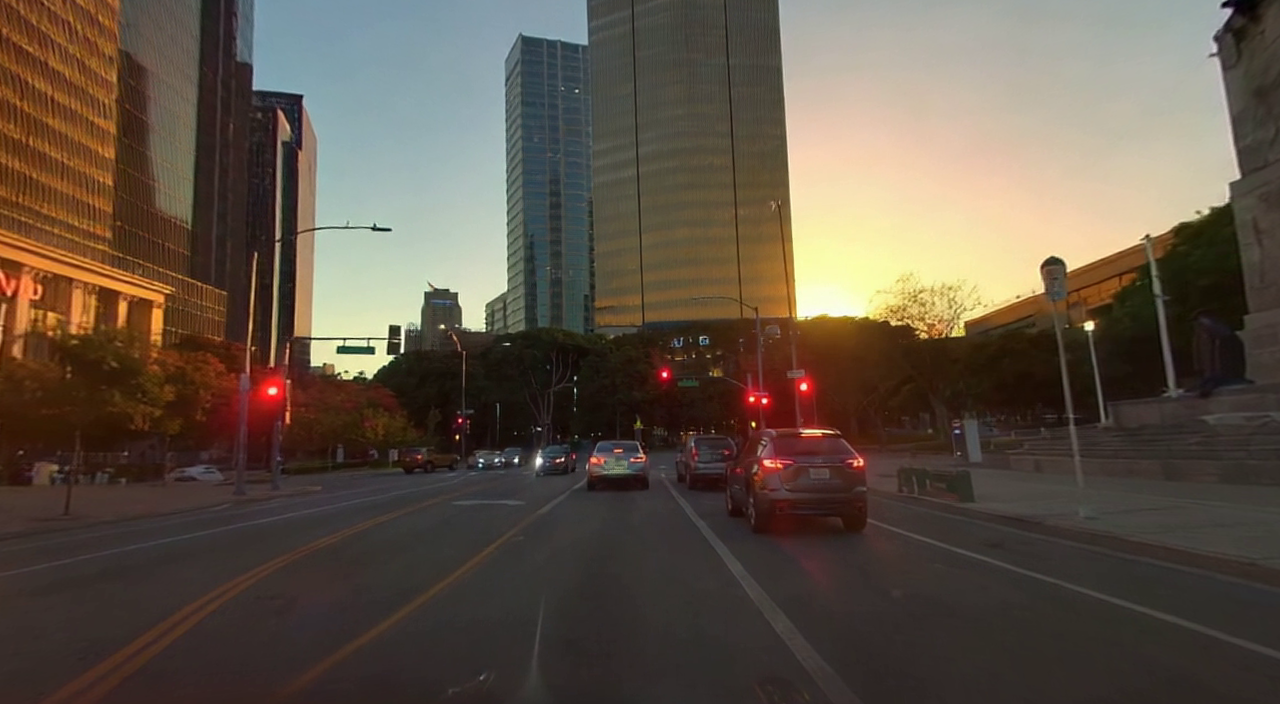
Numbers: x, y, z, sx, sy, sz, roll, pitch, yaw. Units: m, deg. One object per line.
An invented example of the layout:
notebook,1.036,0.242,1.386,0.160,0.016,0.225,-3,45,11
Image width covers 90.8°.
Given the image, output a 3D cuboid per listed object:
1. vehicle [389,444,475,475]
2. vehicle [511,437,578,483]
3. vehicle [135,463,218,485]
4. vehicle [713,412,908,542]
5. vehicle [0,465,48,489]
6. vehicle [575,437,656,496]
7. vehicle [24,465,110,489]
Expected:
vehicle,-12.703,6.603,38.995,4.855,1.769,2.071,2,-9,-14
vehicle,-3.617,4.194,24.841,2.045,1.633,4.864,0,-9,-2
vehicle,-32.514,8.538,44.401,4.392,1.427,1.764,0,-9,0
vehicle,2.618,2.063,11.016,2.096,1.775,4.440,0,-9,-1
vehicle,-44.786,8.876,44.884,3.671,1.498,1.670,1,-9,2
vehicle,-0.649,3.283,18.452,2.096,1.492,4.071,0,-9,0
vehicle,-40.254,8.773,44.437,4.224,1.622,1.808,0,-9,-1
